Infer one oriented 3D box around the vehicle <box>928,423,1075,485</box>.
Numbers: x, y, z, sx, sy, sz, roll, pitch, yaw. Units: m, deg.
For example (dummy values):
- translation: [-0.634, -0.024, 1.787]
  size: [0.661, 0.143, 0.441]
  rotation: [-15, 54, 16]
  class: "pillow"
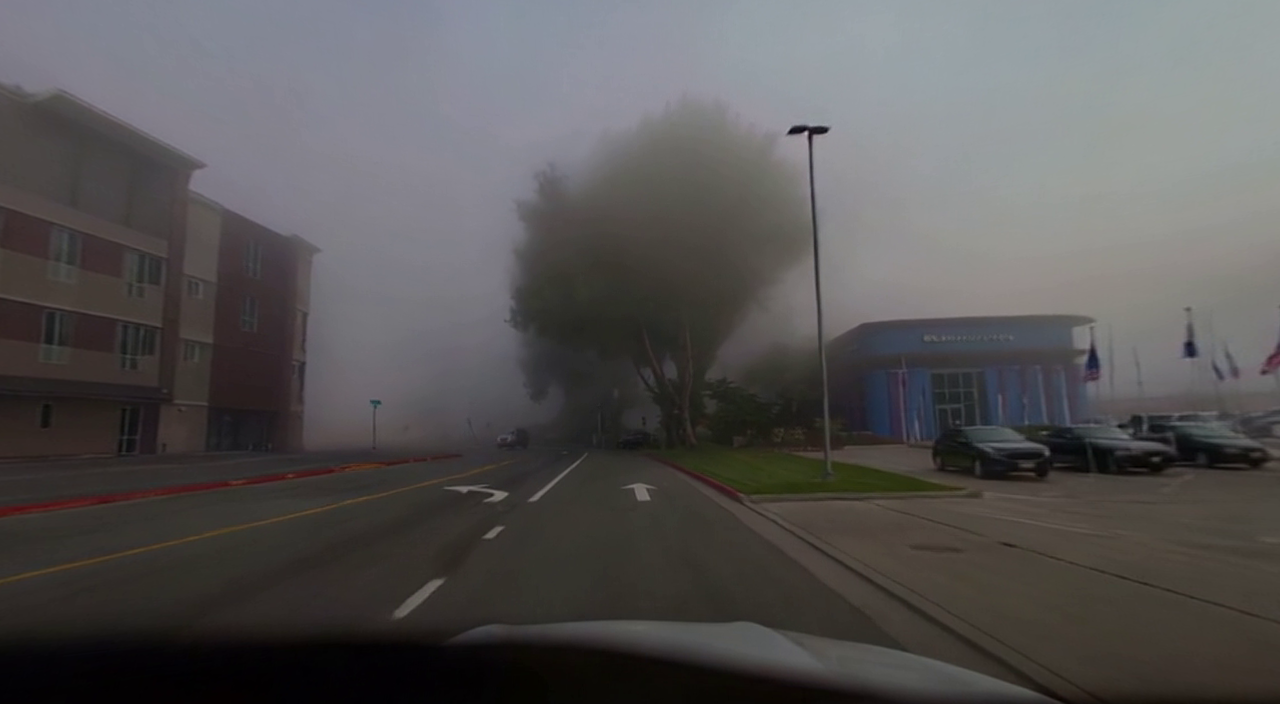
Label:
- translation: [9.833, 2.773, 17.486]
  size: [1.769, 1.516, 3.520]
  rotation: [1, -8, -4]
  class: "vehicle"
